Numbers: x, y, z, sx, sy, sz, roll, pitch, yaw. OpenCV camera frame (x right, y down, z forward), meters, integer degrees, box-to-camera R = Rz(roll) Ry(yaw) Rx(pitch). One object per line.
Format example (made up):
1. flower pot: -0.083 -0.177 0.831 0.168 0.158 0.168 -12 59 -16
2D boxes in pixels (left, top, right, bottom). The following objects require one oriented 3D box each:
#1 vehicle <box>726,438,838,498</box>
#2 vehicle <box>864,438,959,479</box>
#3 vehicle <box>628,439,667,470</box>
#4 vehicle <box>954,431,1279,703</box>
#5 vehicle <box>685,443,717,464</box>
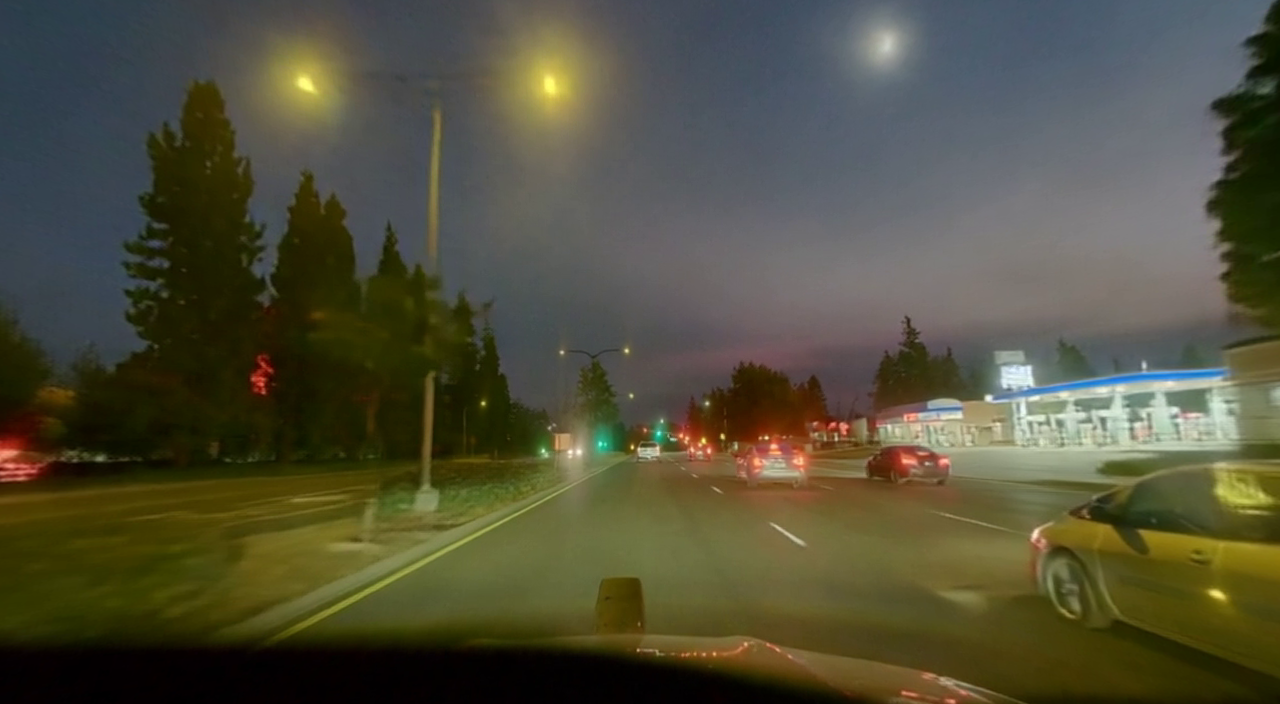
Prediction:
1. vehicle: 3.913 3.297 18.273 2.119 1.509 4.756 0 -9 0
2. vehicle: 10.731 4.244 25.166 1.906 1.488 4.251 0 -9 0
3. vehicle: 0.429 6.091 37.515 2.172 1.694 4.055 0 -9 0
4. vehicle: 3.875 1.161 3.467 1.944 1.404 4.597 0 -9 1
5. vehicle: 4.589 7.703 47.821 1.980 1.515 4.362 0 -9 0
